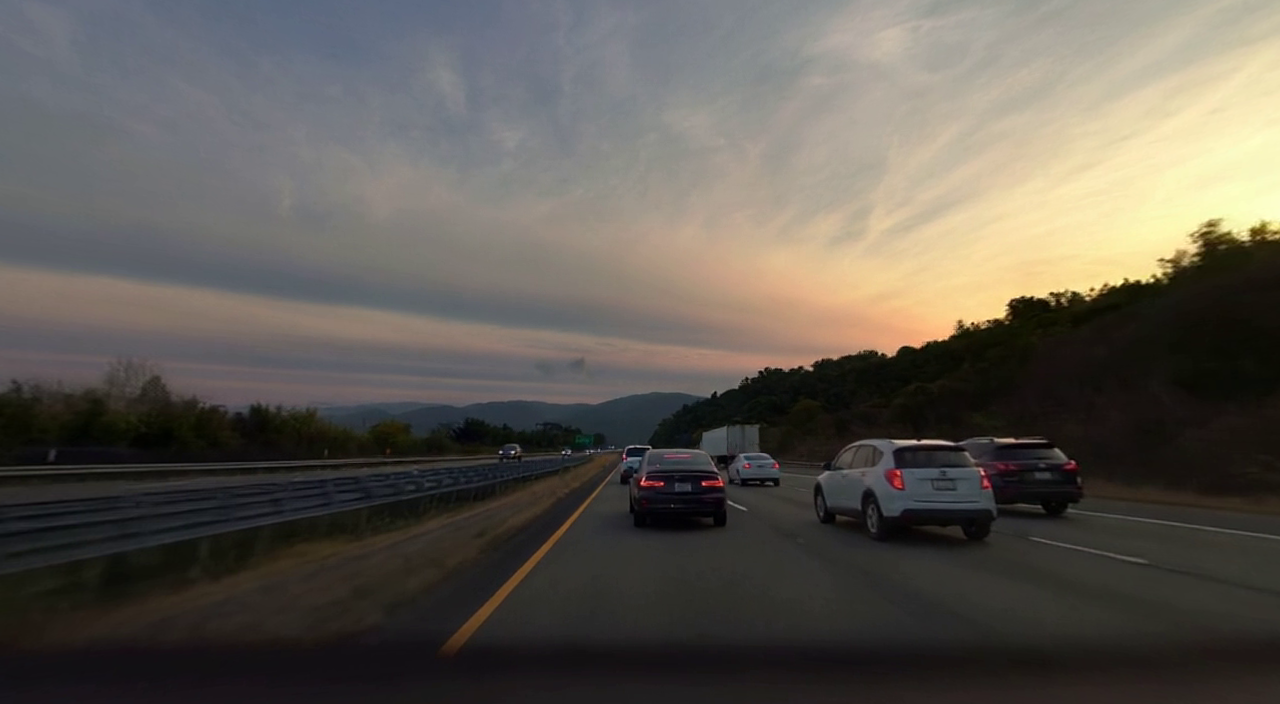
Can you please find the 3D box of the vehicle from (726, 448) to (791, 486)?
[{"bbox_3d":[5.077,4.997,27.637,1.908,1.500,4.157,0,-9,-2],"label":"vehicle"}]

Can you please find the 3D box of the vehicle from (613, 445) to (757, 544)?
[{"bbox_3d":[0.631,2.381,11.131,2.094,1.426,3.725,0,-9,-1],"label":"vehicle"}]

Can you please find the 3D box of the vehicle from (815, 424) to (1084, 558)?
[{"bbox_3d":[4.578,2.123,10.345,1.998,1.657,4.604,0,-9,-1],"label":"vehicle"}]
